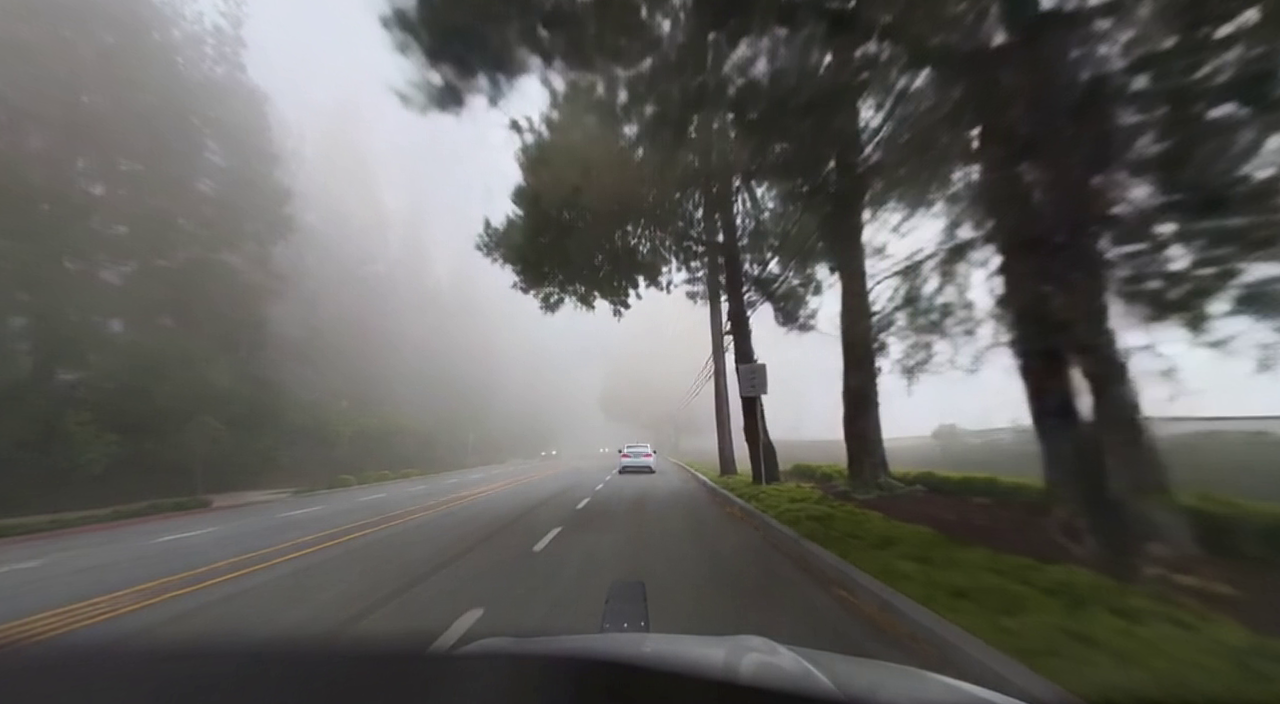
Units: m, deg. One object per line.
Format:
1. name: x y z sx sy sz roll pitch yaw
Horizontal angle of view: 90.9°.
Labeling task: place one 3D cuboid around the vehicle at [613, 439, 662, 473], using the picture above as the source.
1. vehicle: -0.041 4.859 29.669 2.153 1.461 4.374 -1 -8 2
